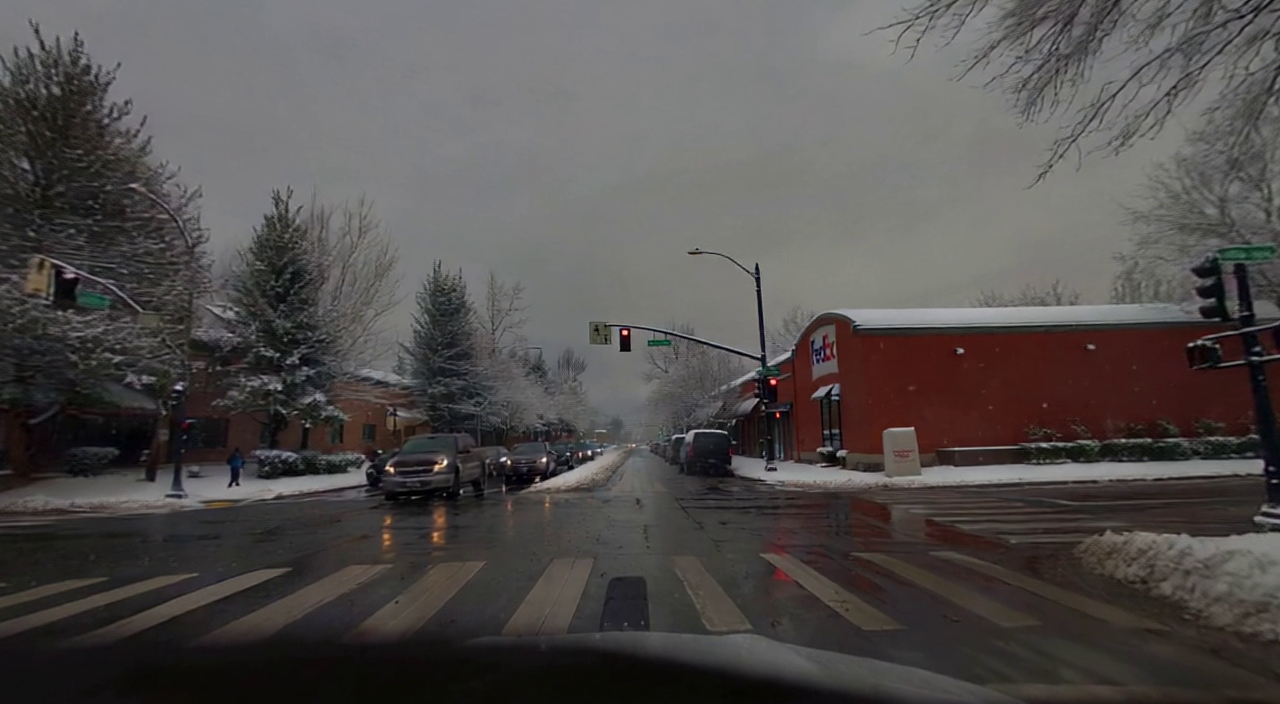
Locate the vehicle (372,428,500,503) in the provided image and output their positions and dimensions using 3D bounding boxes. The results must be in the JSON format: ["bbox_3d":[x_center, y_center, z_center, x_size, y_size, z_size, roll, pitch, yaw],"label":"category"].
[{"bbox_3d":[-5.772,3.269,18.641,2.242,1.887,4.924,0,-8,-2],"label":"vehicle"}]

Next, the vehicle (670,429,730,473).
[{"bbox_3d":[3.100,5.314,34.041,2.557,2.188,5.164,0,-8,-2],"label":"vehicle"}]

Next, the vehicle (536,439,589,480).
[{"bbox_3d":[-3.258,4.571,27.189,2.033,1.596,4.142,1,-8,-4],"label":"vehicle"}]

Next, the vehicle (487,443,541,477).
[{"bbox_3d":[-6.189,5.345,31.409,1.979,1.560,3.928,0,-8,-1],"label":"vehicle"}]
